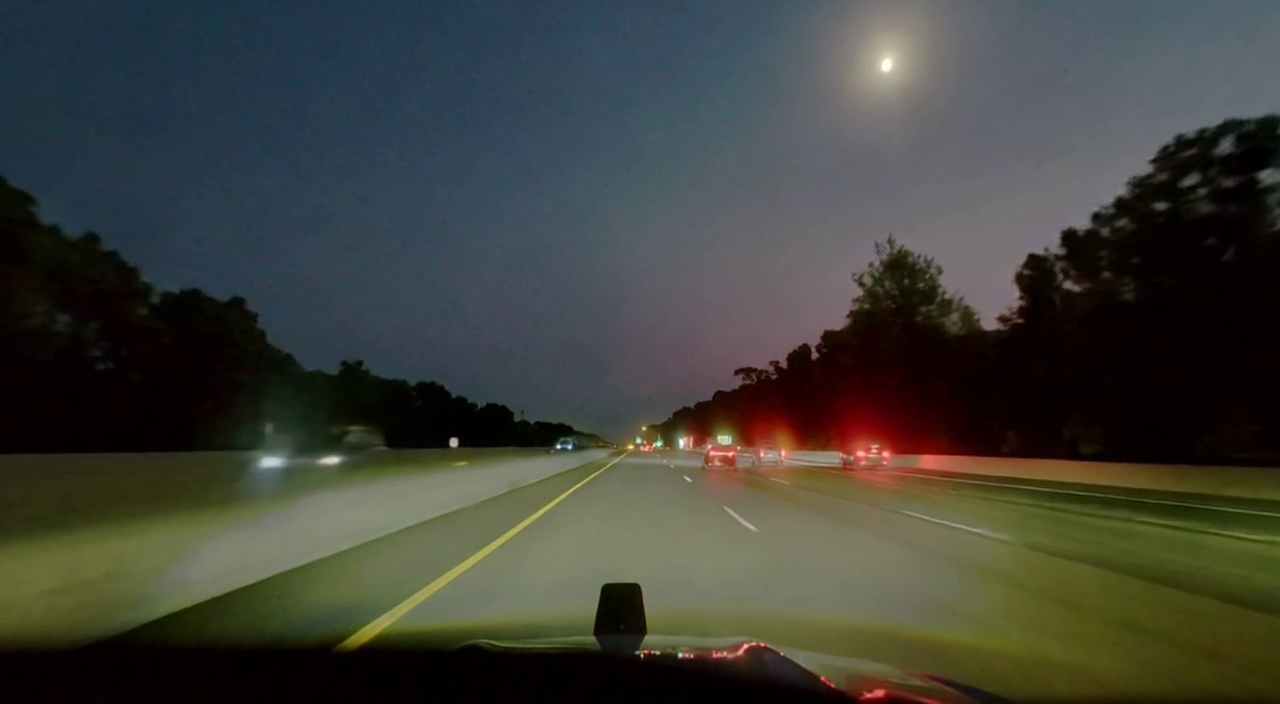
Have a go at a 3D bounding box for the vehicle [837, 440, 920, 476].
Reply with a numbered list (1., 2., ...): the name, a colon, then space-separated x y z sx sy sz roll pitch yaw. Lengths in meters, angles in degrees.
1. vehicle: 10.554 4.706 28.281 1.970 1.479 4.480 0 -8 0

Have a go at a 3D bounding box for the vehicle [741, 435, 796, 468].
1. vehicle: 7.224 5.670 35.964 2.178 1.749 4.570 0 -8 0

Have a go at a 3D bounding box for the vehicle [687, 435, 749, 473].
1. vehicle: 3.581 4.786 29.780 2.326 1.644 4.206 0 -9 -1

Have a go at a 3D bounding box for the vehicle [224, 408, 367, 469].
1. vehicle: -9.965 2.569 18.641 1.919 1.596 3.866 0 -9 2
